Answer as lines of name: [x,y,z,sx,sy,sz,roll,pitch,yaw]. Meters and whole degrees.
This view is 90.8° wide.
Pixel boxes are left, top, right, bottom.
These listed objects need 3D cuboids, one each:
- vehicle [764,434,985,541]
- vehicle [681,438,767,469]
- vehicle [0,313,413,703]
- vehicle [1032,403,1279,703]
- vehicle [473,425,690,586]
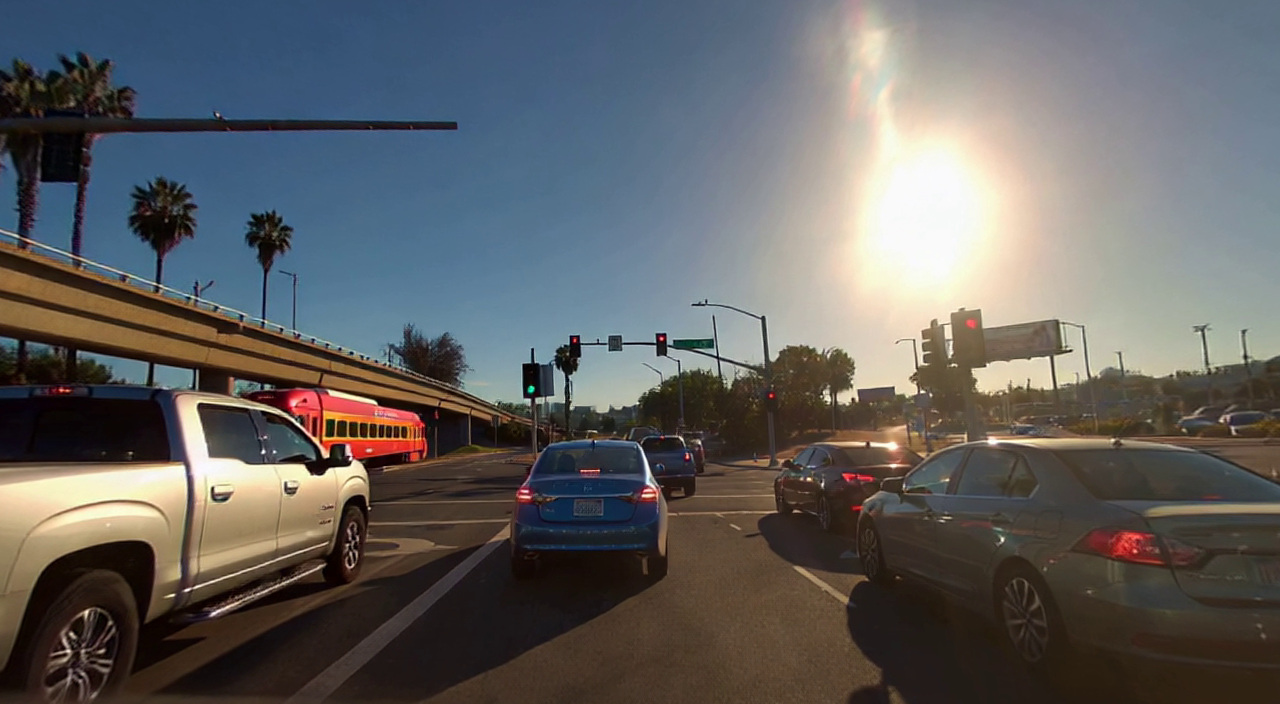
vehicle: [3.682,2.209,10.989,1.965,1.448,4.486,0,-9,-2]
vehicle: [4.160,5.110,31.991,1.878,1.428,4.416,5,-10,-32]
vehicle: [-3.796,1.103,4.942,2.078,1.838,5.448,0,-9,-1]
vehicle: [3.873,0.892,2.211,2.052,1.496,4.541,0,-9,0]
vehicle: [-0.645,1.749,8.064,2.035,1.491,4.090,0,-9,-3]
